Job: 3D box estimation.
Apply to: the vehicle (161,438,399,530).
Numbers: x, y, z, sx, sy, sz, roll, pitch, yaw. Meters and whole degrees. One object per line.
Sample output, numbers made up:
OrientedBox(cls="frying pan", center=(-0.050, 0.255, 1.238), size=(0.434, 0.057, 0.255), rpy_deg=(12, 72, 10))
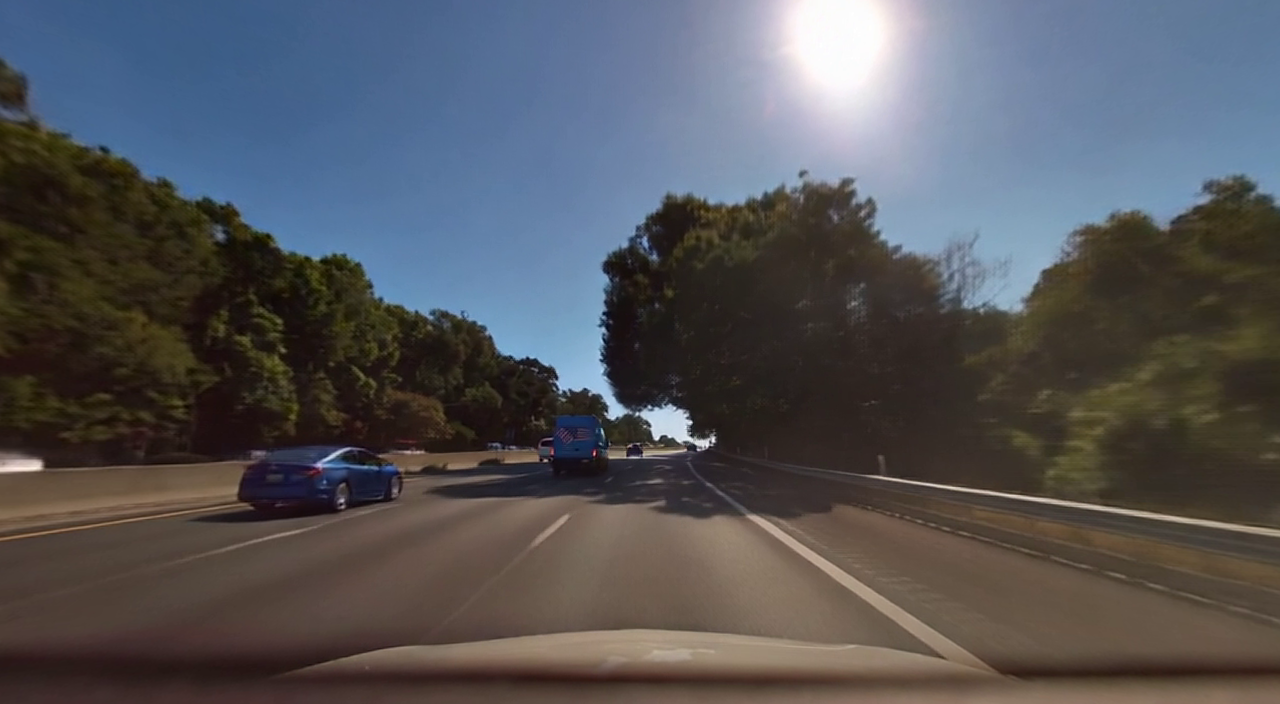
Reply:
OrientedBox(cls="vehicle", center=(-6.580, 2.425, 12.284), size=(1.947, 1.438, 4.440), rpy_deg=(0, -8, 1))

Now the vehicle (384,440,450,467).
OrientedBox(cls="vehicle", center=(-15.713, 7.200, 44.839), size=(2.255, 1.760, 5.882), rpy_deg=(0, -8, 3))

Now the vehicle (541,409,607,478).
OrientedBox(cls="vehicle", center=(-2.952, 4.286, 29.631), size=(2.319, 2.883, 5.632), rpy_deg=(0, -8, 2))
